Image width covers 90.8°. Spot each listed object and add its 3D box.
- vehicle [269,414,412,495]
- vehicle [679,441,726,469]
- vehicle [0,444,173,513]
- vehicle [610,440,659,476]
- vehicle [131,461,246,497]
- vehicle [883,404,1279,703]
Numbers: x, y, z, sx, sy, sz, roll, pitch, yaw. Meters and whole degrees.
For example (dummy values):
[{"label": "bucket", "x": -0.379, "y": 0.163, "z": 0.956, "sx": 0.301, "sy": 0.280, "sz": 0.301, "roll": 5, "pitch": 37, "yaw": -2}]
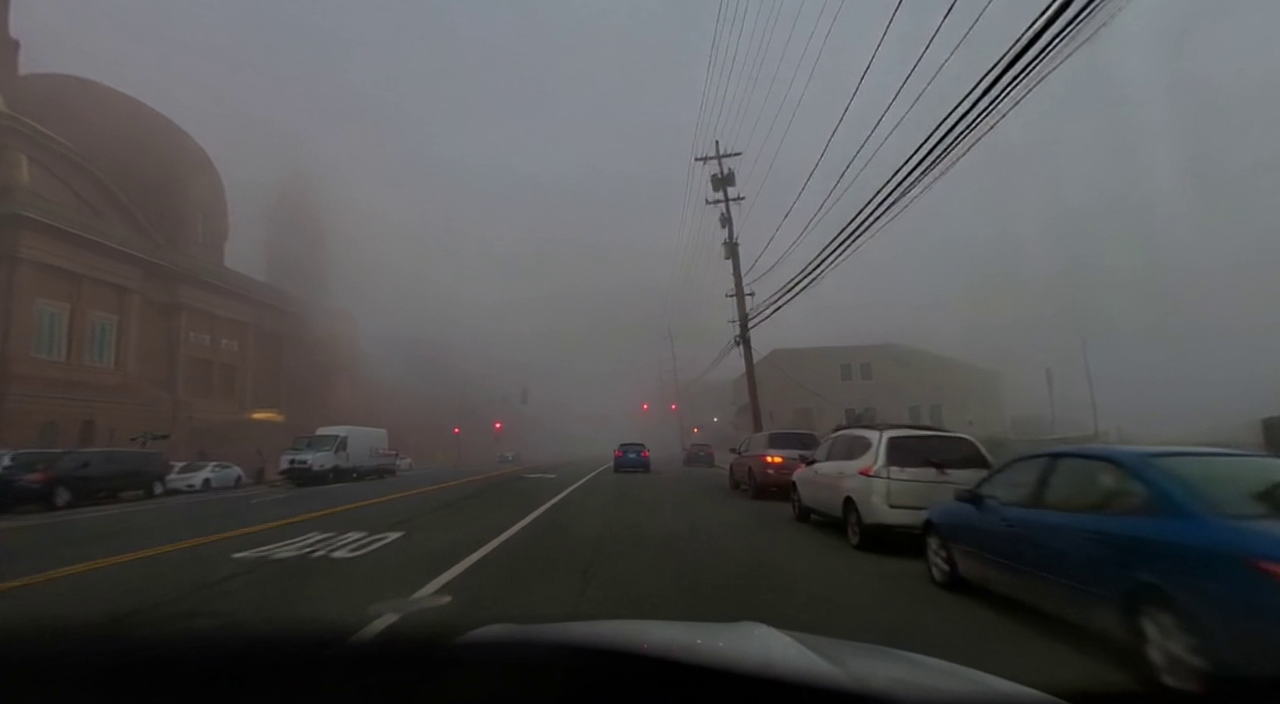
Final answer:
[{"label": "vehicle", "x": -12.116, "y": 4.194, "z": 26.244, "sx": 2.961, "sy": 2.739, "sz": 6.276, "roll": -4, "pitch": -8, "yaw": -1}, {"label": "vehicle", "x": 3.523, "y": 5.915, "z": 36.483, "sx": 1.944, "sy": 1.530, "sz": 4.539, "roll": 0, "pitch": -8, "yaw": -4}, {"label": "vehicle", "x": -18.136, "y": 3.799, "z": 19.255, "sx": 5.873, "sy": 1.917, "sz": 2.472, "roll": -1, "pitch": -8, "yaw": 2}, {"label": "vehicle", "x": -0.265, "y": 4.739, "z": 28.507, "sx": 2.049, "sy": 1.453, "sz": 4.299, "roll": 0, "pitch": -8, "yaw": -1}, {"label": "vehicle", "x": -19.404, "y": 5.464, "z": 27.255, "sx": 3.703, "sy": 1.234, "sz": 1.683, "roll": -4, "pitch": -10, "yaw": 0}, {"label": "vehicle", "x": 3.610, "y": 1.285, "z": 4.708, "sx": 1.826, "sy": 1.523, "sz": 4.371, "roll": 0, "pitch": -8, "yaw": 0}]
